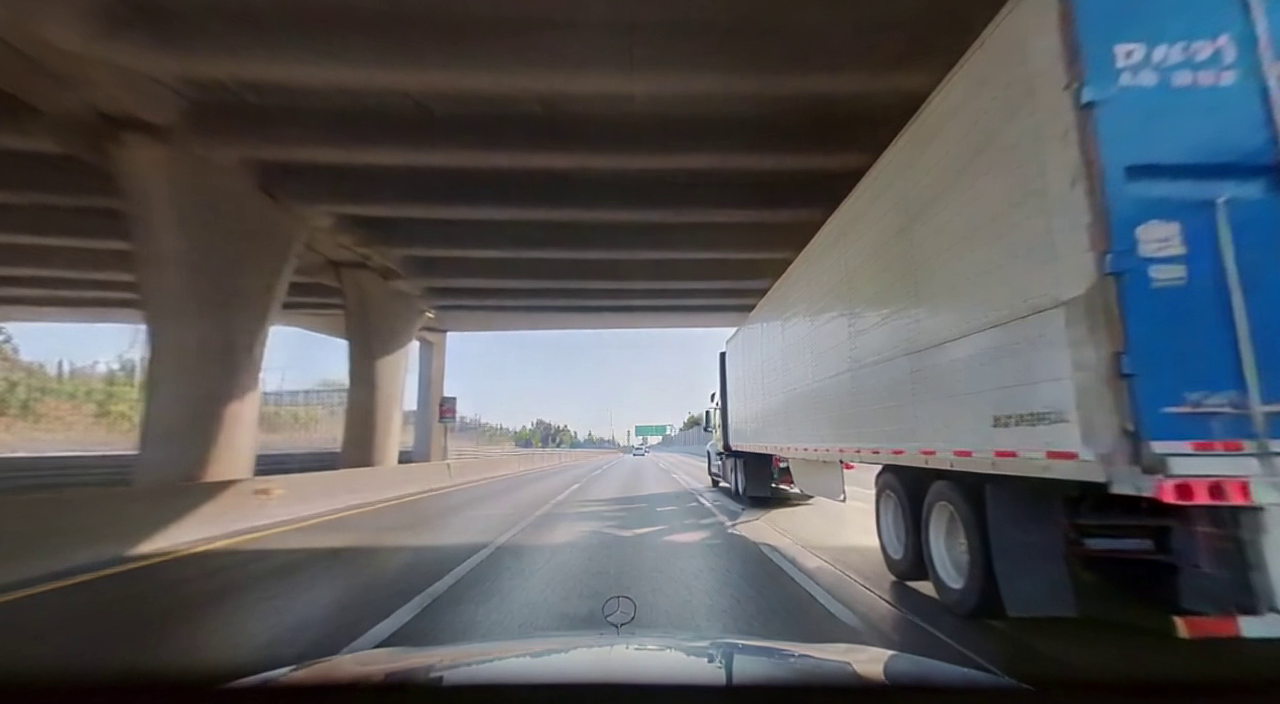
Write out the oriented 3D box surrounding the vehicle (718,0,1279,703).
[{"bbox_3d":[3.806,0.745,9.693,3.244,4.020,14.561,0,-9,0],"label":"vehicle"}]
